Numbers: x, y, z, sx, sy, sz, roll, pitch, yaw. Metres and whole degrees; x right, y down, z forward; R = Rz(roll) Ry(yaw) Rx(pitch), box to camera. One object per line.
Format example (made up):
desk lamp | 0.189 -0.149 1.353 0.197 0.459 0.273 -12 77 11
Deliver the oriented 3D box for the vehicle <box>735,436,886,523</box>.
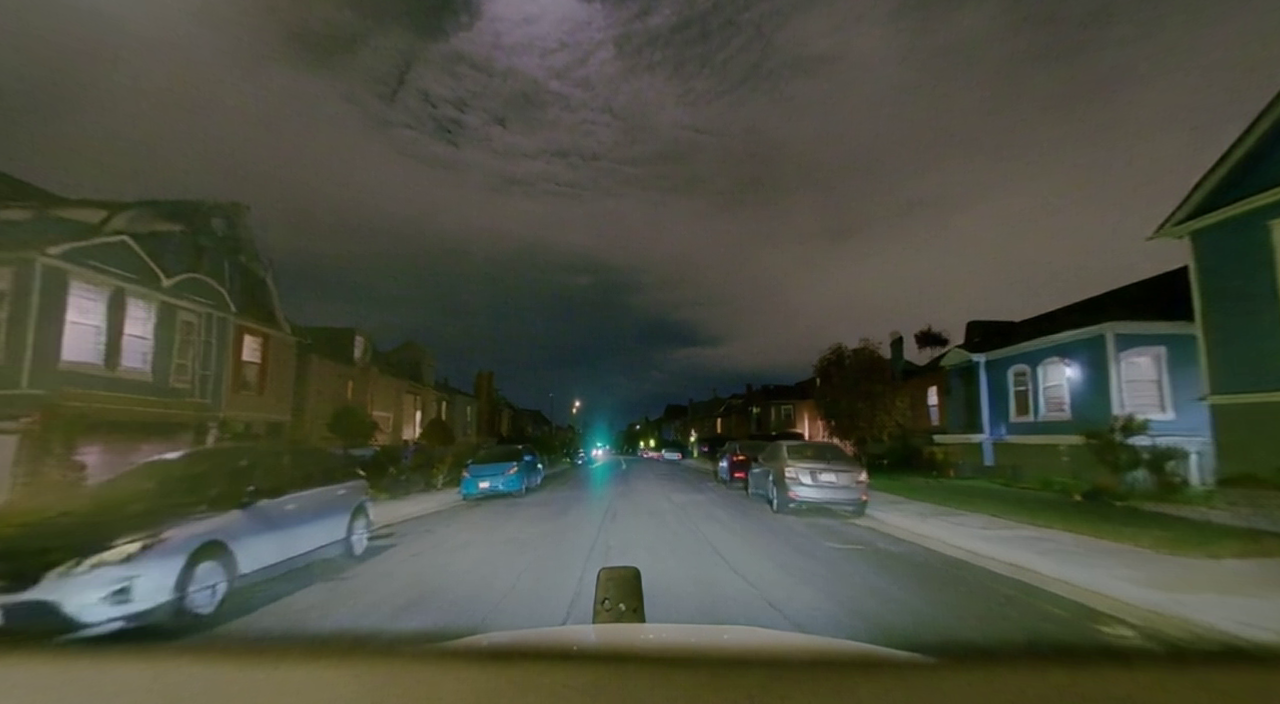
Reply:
vehicle | 3.295 2.529 13.174 1.888 1.484 4.476 0 -8 0

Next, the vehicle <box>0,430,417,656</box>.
vehicle | -4.333 1.644 6.859 2.020 1.470 5.300 0 -8 -2

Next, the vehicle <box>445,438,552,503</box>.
vehicle | -3.959 3.377 18.503 2.089 1.508 4.537 2 -7 0
